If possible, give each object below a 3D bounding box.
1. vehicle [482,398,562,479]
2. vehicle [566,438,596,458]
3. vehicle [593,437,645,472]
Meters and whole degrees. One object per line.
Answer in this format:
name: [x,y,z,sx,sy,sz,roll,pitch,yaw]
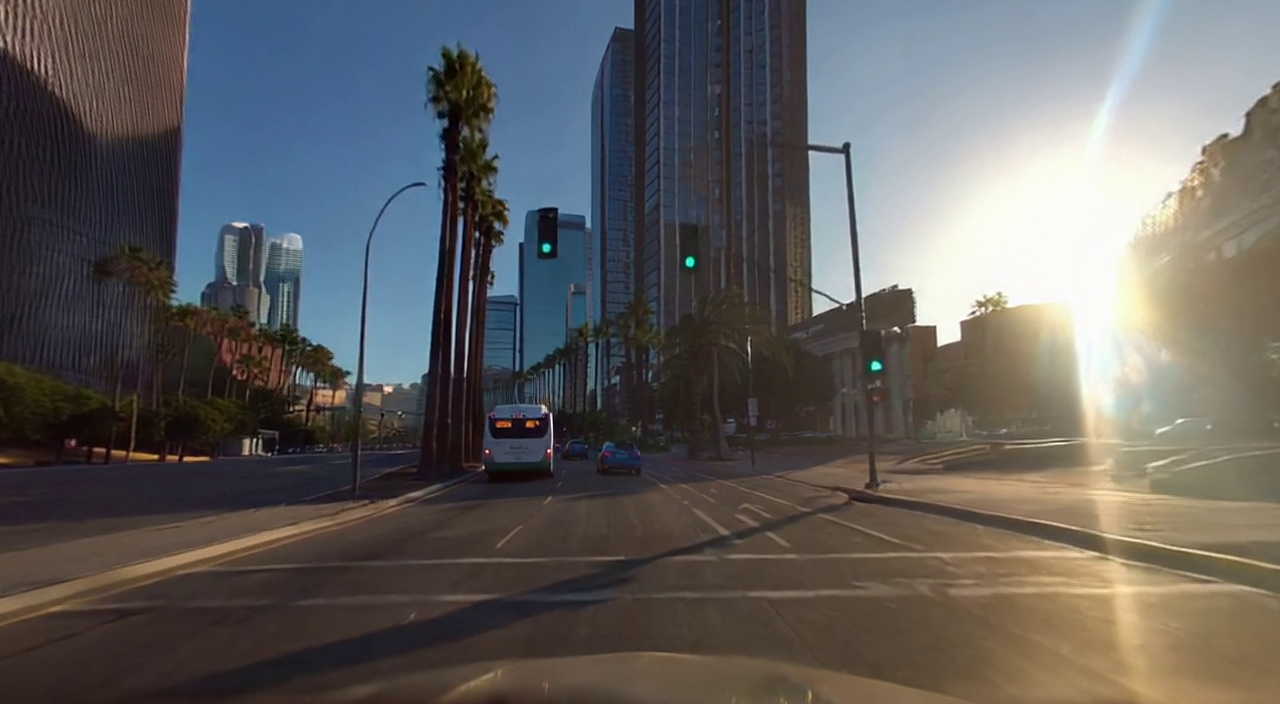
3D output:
vehicle: [-4.966,3.850,28.065,2.678,3.042,8.474,0,-8,-5]
vehicle: [-4.661,7.554,49.644,1.993,1.452,3.873,1,-8,-11]
vehicle: [-1.073,4.781,29.577,2.107,1.481,4.097,1,-8,-6]
